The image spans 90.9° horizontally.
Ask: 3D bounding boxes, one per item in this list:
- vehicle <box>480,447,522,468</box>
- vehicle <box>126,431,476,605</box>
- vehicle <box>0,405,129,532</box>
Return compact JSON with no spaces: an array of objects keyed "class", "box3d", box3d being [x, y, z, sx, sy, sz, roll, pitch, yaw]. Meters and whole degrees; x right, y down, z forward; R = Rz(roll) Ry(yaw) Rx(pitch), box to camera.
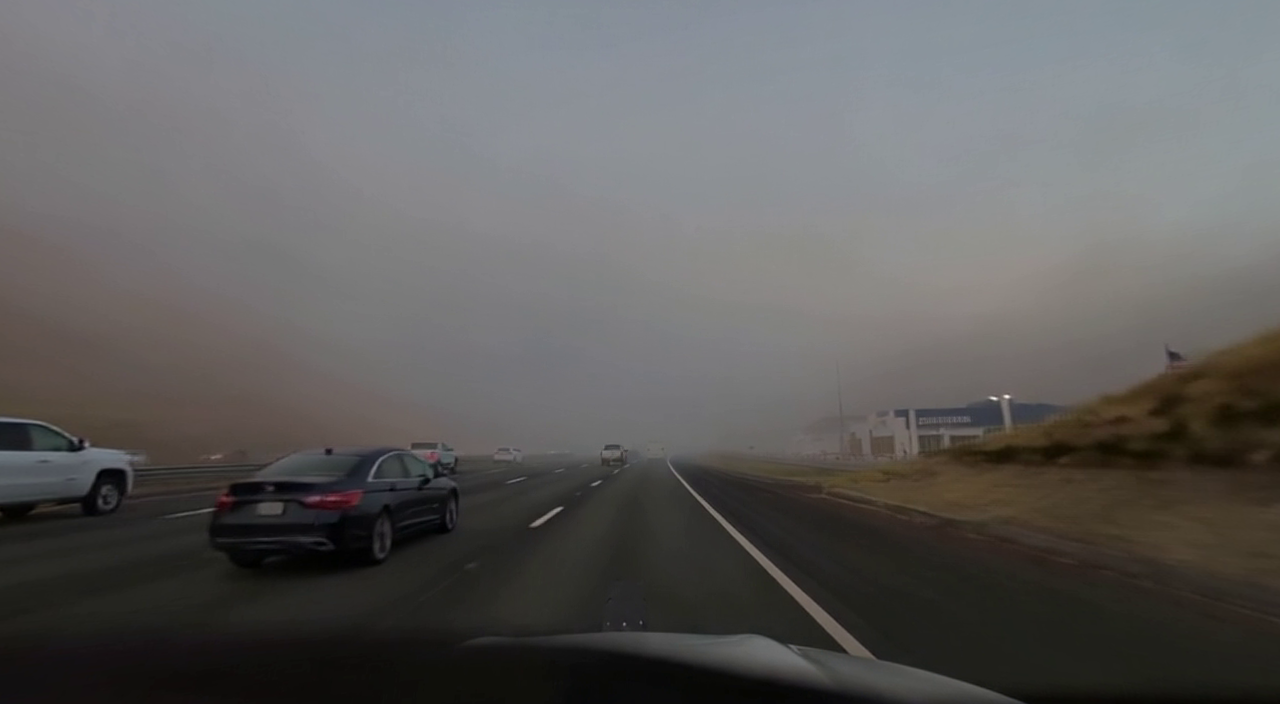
[{"class":"vehicle","box3d":[-10.230,7.799,46.834,1.927,1.454,4.395,-1,-8,3]},{"class":"vehicle","box3d":[-3.509,1.760,7.641,1.896,1.491,4.146,0,-8,0]},{"class":"vehicle","box3d":[-11.137,1.769,9.446,2.284,1.966,5.406,-1,-8,2]}]
